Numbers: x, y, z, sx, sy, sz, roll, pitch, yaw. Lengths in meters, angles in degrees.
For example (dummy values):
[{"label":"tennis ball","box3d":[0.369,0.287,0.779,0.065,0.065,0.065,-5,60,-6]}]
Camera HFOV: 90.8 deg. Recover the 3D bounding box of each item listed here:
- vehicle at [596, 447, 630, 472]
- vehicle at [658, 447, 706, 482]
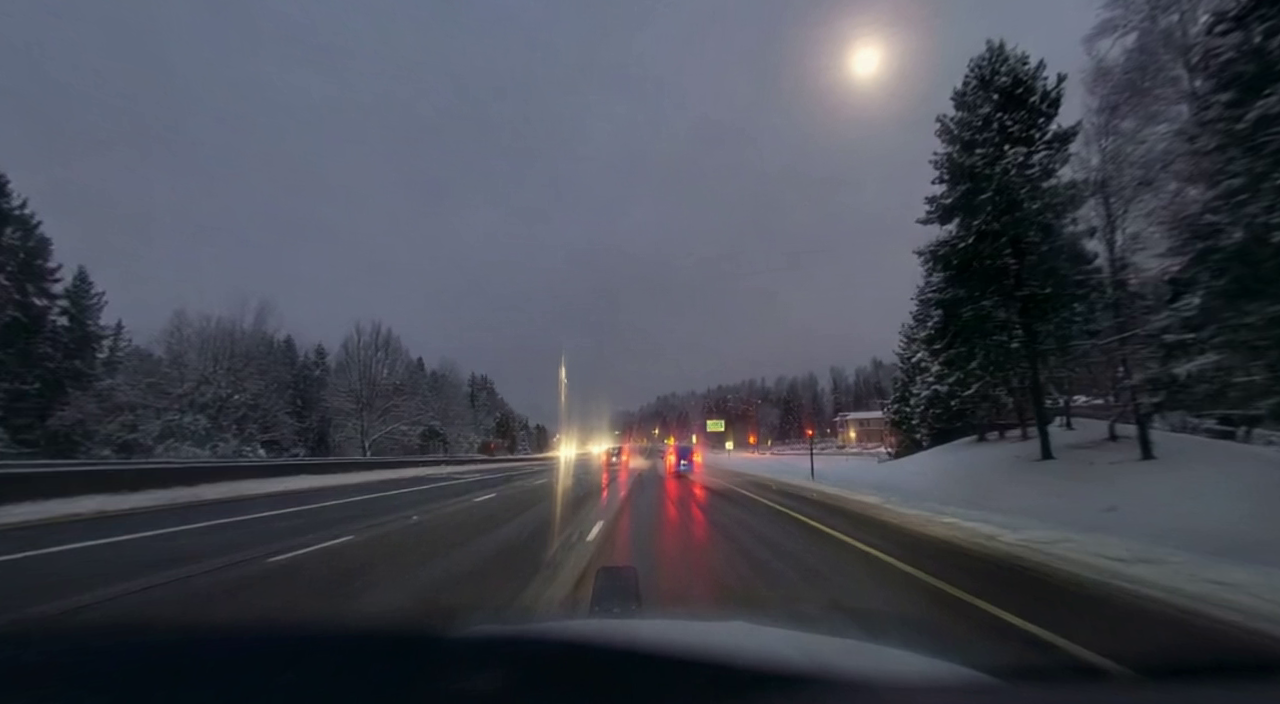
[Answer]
[{"label":"vehicle","box3d":[-1.881,7.636,45.247,2.127,1.692,4.382,0,-9,2]},{"label":"vehicle","box3d":[1.931,5.333,30.317,2.029,1.528,4.644,0,-8,0]}]
